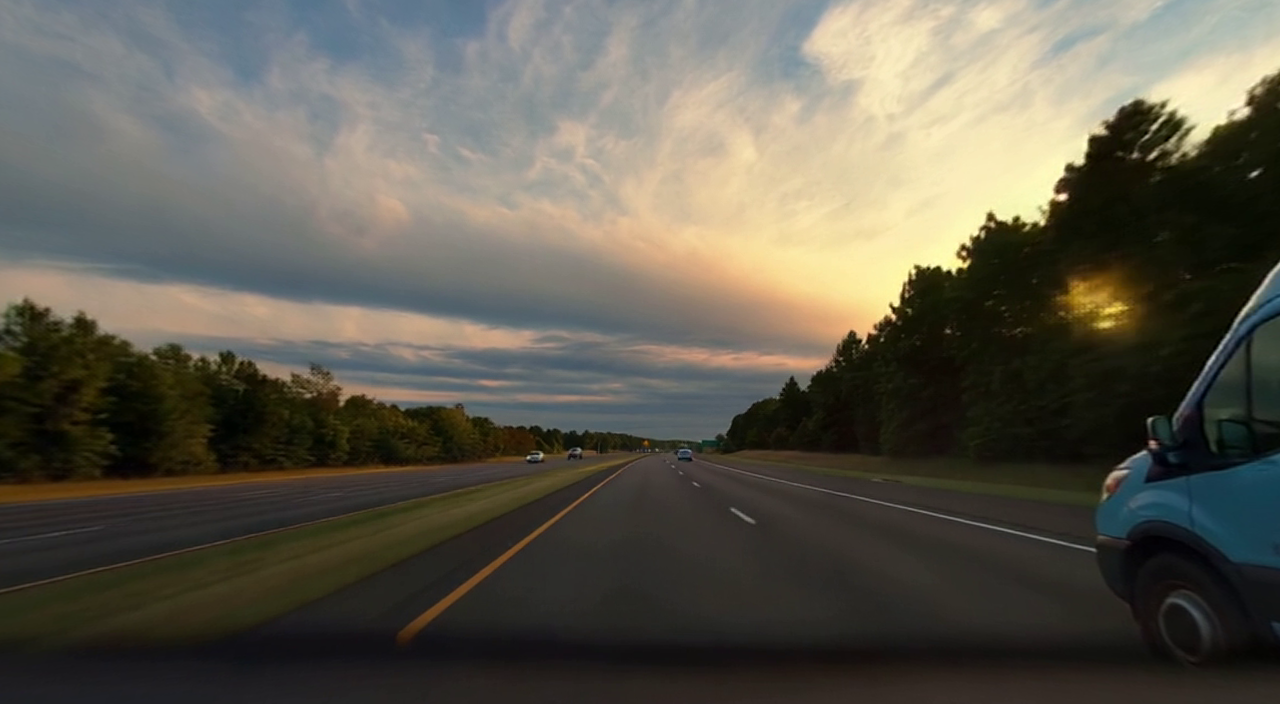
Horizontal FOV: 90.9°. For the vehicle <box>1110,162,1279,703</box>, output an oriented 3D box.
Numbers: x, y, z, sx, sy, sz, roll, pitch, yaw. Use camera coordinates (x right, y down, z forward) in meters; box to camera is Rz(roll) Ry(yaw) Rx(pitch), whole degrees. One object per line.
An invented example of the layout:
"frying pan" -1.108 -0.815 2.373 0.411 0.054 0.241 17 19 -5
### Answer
"vehicle" 4.097 0.104 0.530 2.522 2.556 6.180 0 -9 0
